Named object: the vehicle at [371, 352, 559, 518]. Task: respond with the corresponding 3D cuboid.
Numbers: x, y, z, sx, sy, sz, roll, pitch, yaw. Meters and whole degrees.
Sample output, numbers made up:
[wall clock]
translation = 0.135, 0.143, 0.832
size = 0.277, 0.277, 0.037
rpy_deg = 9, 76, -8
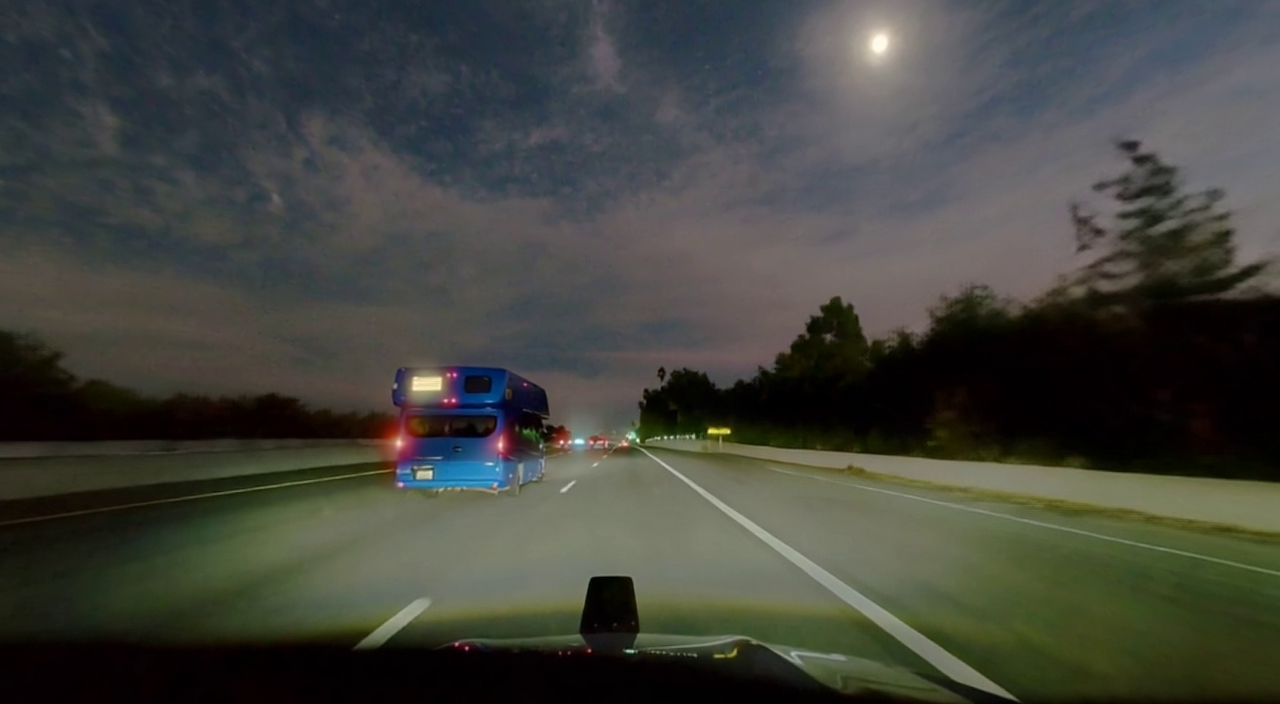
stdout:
[vehicle]
translation = -3.949, 2.105, 16.258
size = 2.676, 3.269, 7.388
rpy_deg = -1, -7, 0
